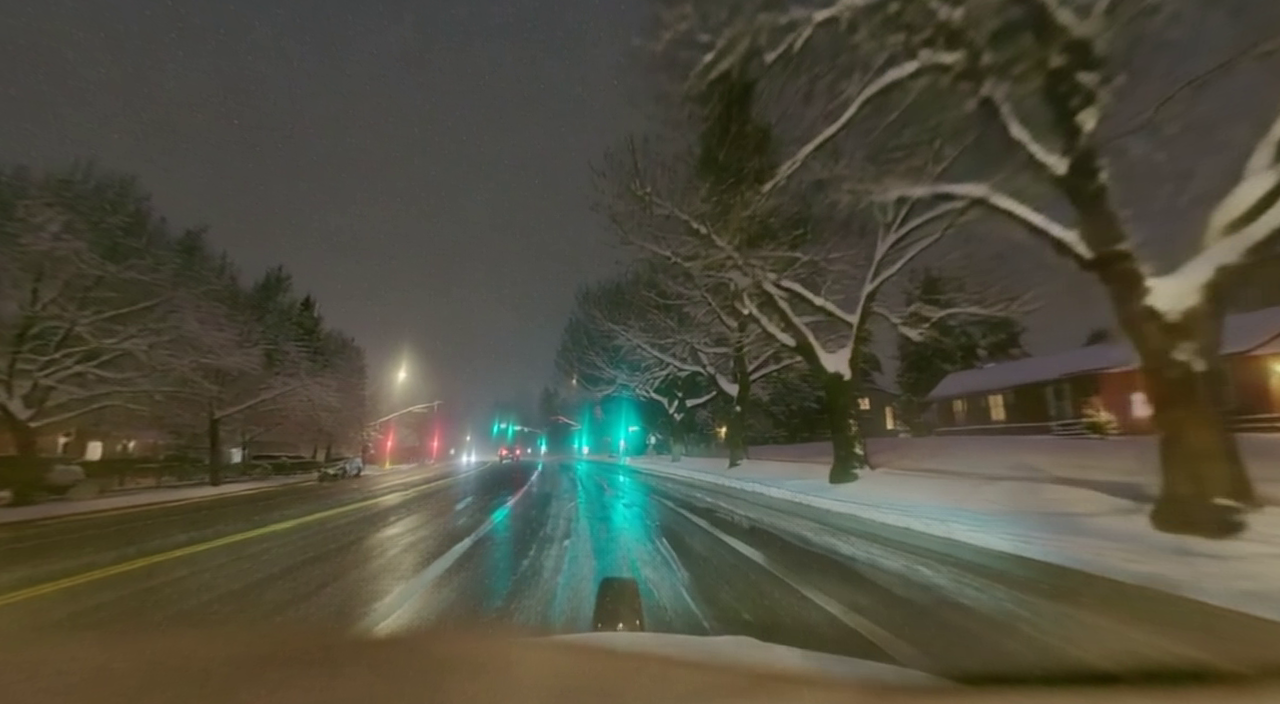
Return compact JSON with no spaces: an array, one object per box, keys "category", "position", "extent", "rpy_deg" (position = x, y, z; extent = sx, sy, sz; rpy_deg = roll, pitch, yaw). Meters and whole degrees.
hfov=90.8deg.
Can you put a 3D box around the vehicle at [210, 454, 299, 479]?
[{"category":"vehicle","position":[-27.394,8.131,45.014],"extent":[4.887,1.517,2.007],"rpy_deg":[4,-8,-11]}]

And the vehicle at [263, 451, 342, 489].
[{"category":"vehicle","position":[-18.002,6.296,34.021],"extent":[2.029,1.726,5.366],"rpy_deg":[-3,-9,-8]}]
